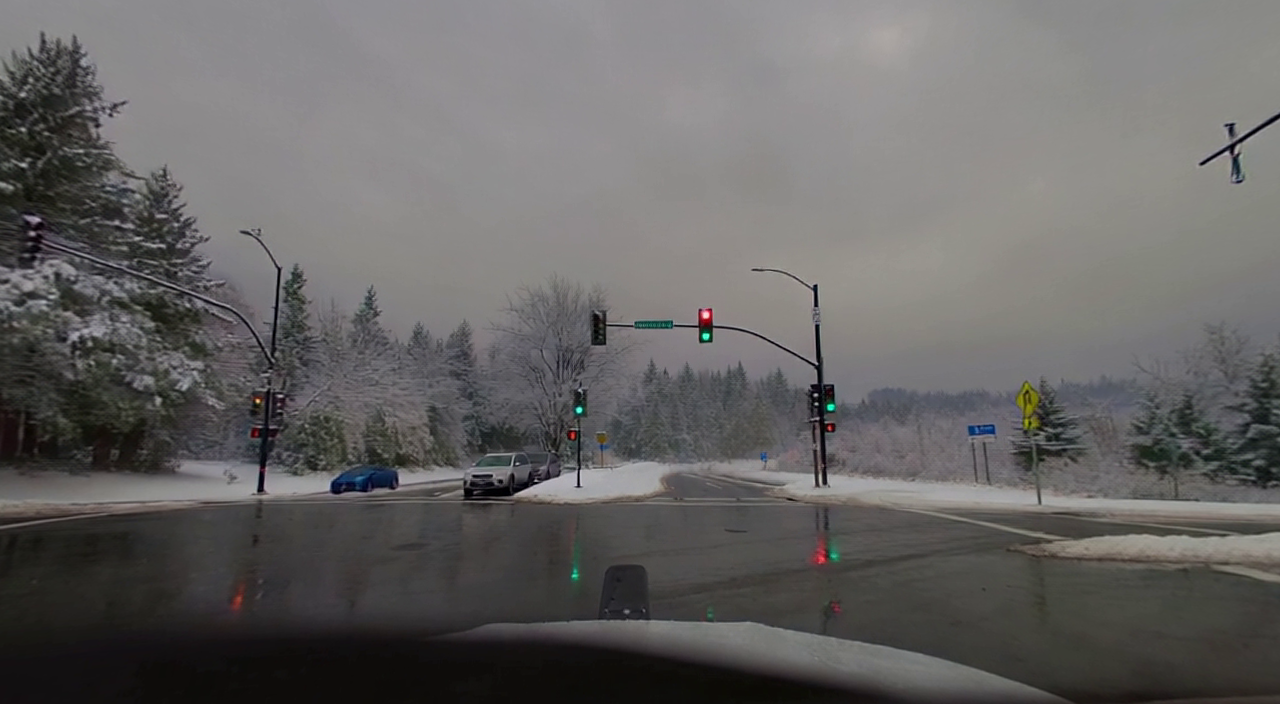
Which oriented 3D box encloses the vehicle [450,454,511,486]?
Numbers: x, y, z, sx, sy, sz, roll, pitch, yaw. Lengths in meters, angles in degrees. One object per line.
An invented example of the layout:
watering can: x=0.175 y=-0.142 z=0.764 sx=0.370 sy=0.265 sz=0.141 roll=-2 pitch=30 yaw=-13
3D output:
vehicle: x=-8.030 y=5.974 z=32.087 sx=1.960 sy=1.433 sz=4.213 roll=0 pitch=-8 yaw=1

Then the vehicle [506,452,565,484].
vehicle: x=-5.237 y=5.864 z=32.117 sx=2.107 sy=1.456 sz=4.728 roll=0 pitch=-8 yaw=1

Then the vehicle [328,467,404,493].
vehicle: x=-18.401 y=8.603 z=42.537 sx=2.029 sy=1.500 sz=4.491 roll=-4 pitch=-9 yaw=24
